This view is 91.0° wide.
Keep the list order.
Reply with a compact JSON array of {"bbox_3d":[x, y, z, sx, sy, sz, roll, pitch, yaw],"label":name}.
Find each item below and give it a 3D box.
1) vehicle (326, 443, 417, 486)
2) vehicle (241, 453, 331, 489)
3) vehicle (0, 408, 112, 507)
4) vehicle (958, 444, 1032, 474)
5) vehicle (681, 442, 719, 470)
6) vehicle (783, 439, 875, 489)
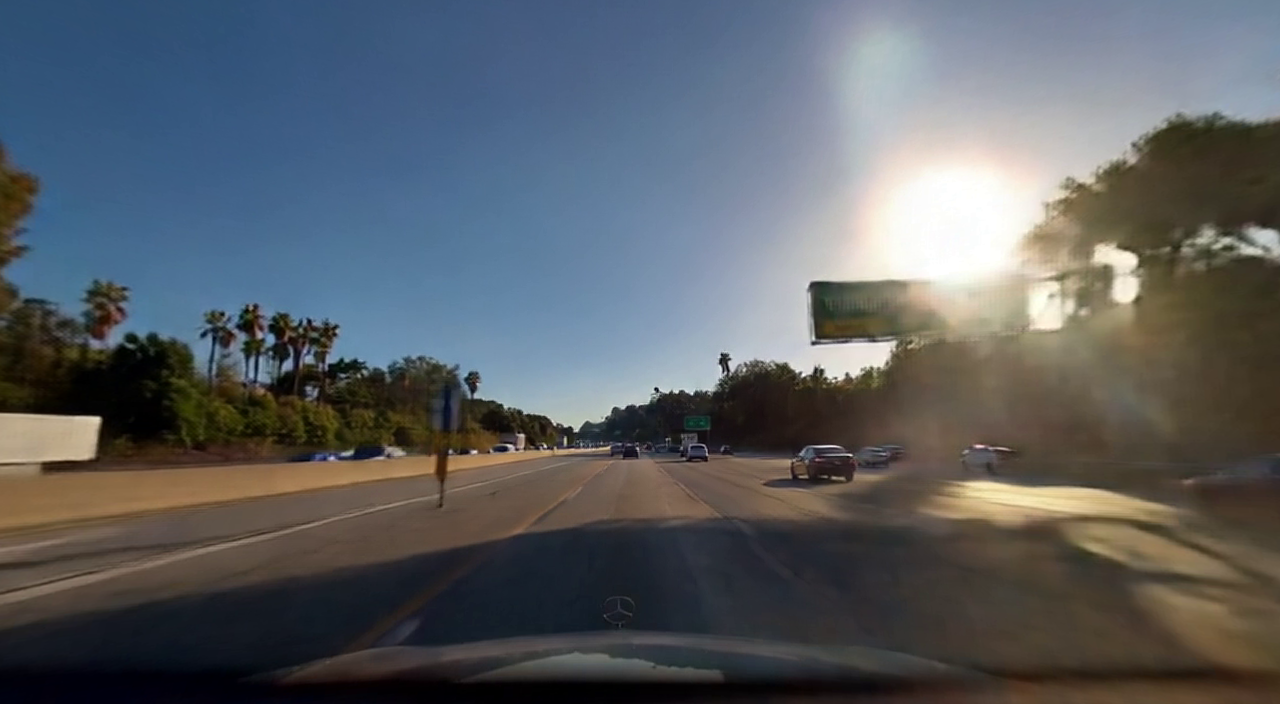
[{"bbox_3d":[-12.490,5.241,29.683,2.103,1.814,4.898,0,-8,1],"label":"vehicle"},{"bbox_3d":[-16.238,5.458,29.124,1.896,1.477,3.946,0,-8,-1],"label":"vehicle"},{"bbox_3d":[-23.007,3.631,21.684,2.761,3.311,7.660,0,-8,1],"label":"vehicle"},{"bbox_3d":[21.135,6.354,37.720,1.887,1.642,4.592,0,-8,3],"label":"vehicle"},{"bbox_3d":[3.833,6.711,40.768,2.035,1.704,3.867,0,-8,-1],"label":"vehicle"},{"bbox_3d":[6.731,4.021,22.971,1.902,1.623,4.360,0,-8,-1],"label":"vehicle"}]
